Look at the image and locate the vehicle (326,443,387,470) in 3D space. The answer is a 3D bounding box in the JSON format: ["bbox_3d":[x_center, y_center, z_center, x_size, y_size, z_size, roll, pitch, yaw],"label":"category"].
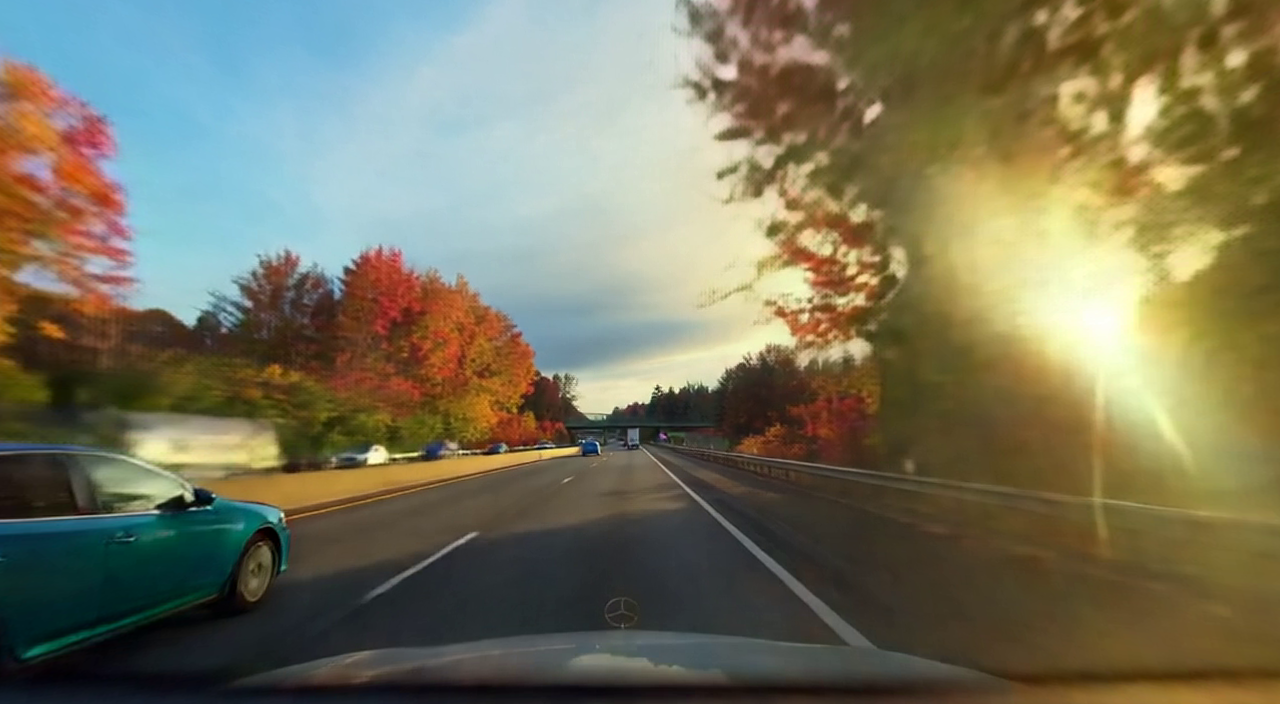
[{"bbox_3d":[-16.728,6.164,37.396,1.783,1.466,3.797,0,-8,1],"label":"vehicle"}]

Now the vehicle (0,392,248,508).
[{"bbox_3d":[-12.196,2.275,14.825,2.283,2.179,5.710,0,-8,-1],"label":"vehicle"}]

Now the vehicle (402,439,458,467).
[{"bbox_3d":[-12.197,5.865,36.831,1.866,1.524,4.097,0,-8,0],"label":"vehicle"}]
